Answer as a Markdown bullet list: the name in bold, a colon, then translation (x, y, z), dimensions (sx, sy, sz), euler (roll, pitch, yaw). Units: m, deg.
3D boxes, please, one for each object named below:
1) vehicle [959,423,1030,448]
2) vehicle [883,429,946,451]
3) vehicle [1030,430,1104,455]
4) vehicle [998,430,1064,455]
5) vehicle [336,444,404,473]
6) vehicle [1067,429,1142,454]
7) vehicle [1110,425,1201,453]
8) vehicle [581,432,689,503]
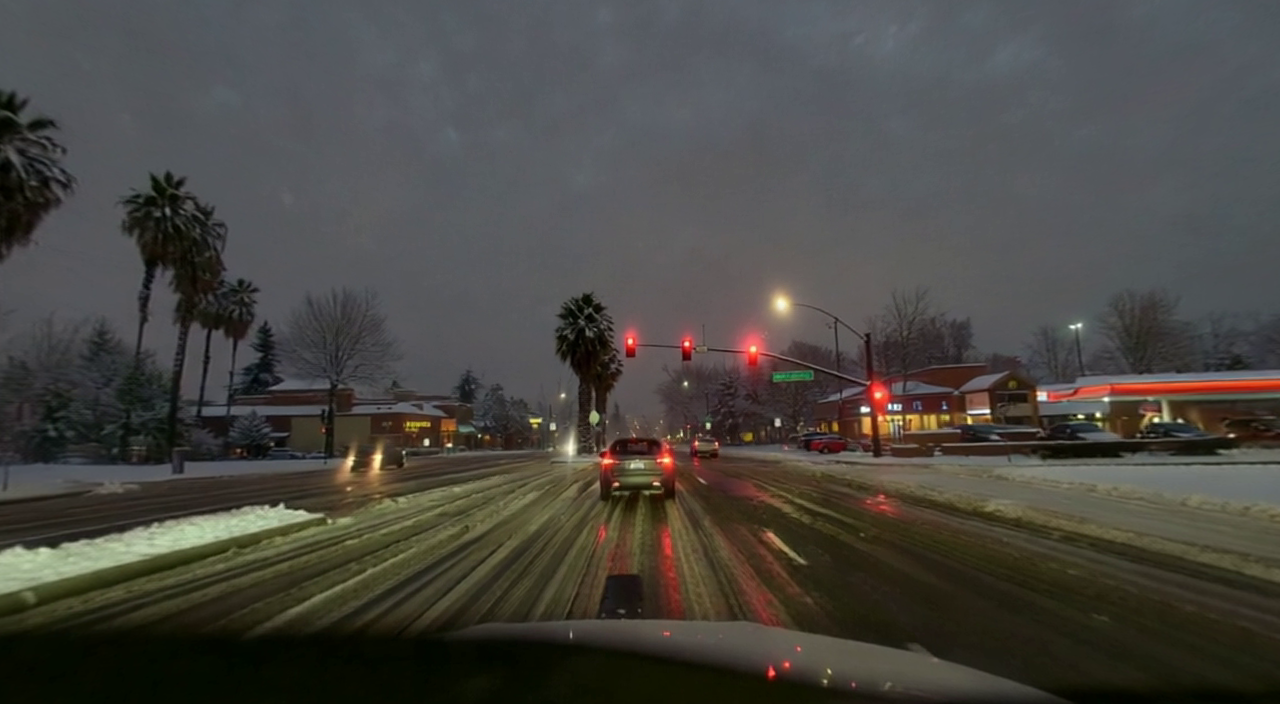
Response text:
- **vehicle**: translation (24.654, 5.848, 44.062), dimensions (3.783, 1.560, 1.853), euler (-4, -9, 12)
- **vehicle**: translation (19.622, 6.342, 45.273), dimensions (3.833, 1.495, 1.892), euler (-3, -8, 16)
- **vehicle**: translation (26.415, 5.624, 39.221), dimensions (1.923, 1.501, 3.849), euler (0, -8, 2)
- **vehicle**: translation (24.344, 5.665, 39.462), dimensions (1.738, 1.462, 3.609), euler (0, -8, 0)
- **vehicle**: translation (-15.449, 6.100, 36.419), dimensions (1.896, 1.508, 4.659), euler (0, -8, -1)
- **vehicle**: translation (28.897, 5.616, 39.464), dimensions (1.848, 1.467, 3.941), euler (-1, -8, 3)
- **vehicle**: translation (31.917, 5.418, 39.319), dimensions (1.903, 1.630, 4.320), euler (0, -8, -1)
- **vehicle**: translation (-0.125, 2.763, 15.646), dimensions (2.270, 1.475, 4.571), euler (0, -8, 0)
